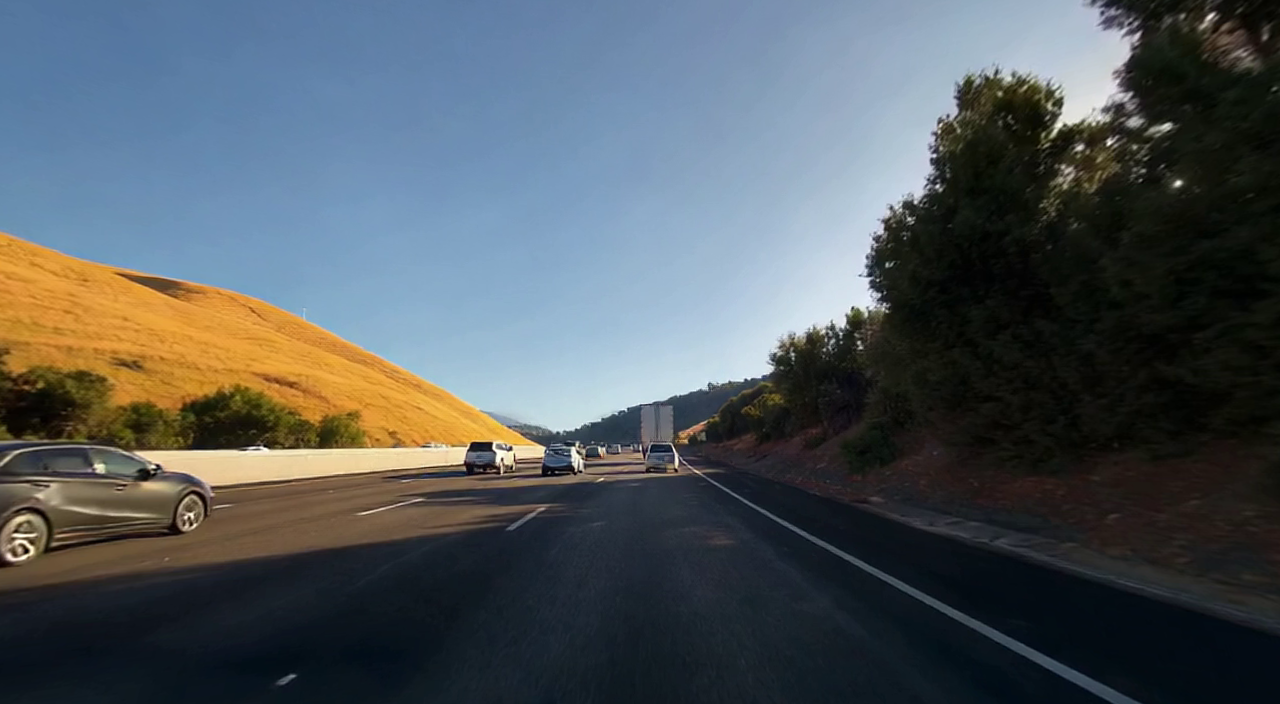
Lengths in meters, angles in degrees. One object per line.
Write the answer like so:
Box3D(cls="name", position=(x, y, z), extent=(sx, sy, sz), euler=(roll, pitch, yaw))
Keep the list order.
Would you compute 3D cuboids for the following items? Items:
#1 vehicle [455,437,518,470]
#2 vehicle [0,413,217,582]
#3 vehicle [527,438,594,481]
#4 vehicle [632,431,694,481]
Box3D(cls="vehicle", position=(-10.153, 6.766, 42.296), extent=(2.421, 2.025, 6.236), euler=(0, -9, 3))
Box3D(cls="vehicle", position=(-7.352, 1.527, 6.858), extent=(2.101, 1.648, 4.728), euler=(0, -9, 1))
Box3D(cls="vehicle", position=(-3.302, 4.576, 27.147), extent=(2.155, 1.661, 4.477), euler=(0, -9, 2))
Box3D(cls="vehicle", position=(0.873, 4.166, 25.416), extent=(2.281, 1.795, 4.297), euler=(0, -9, 1))
